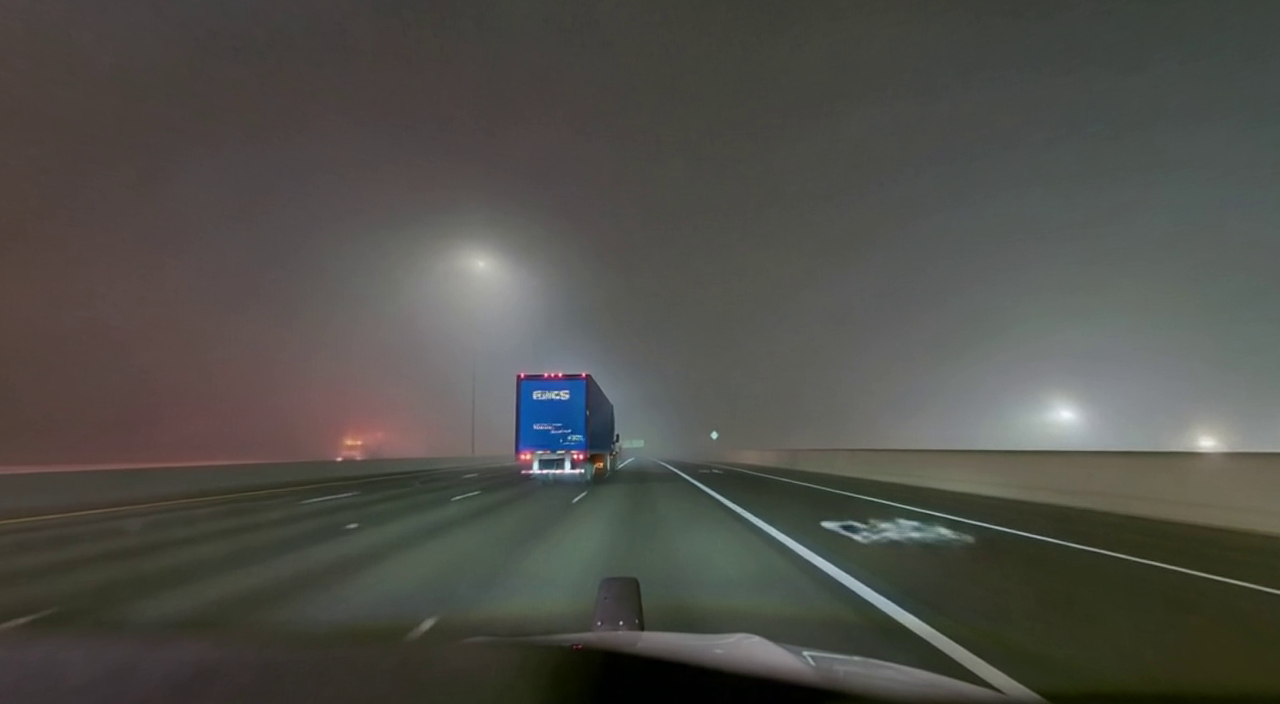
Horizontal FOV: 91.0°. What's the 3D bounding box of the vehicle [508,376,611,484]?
[{"bbox_3d":[-3.199,3.685,28.681,3.059,3.956,11.036,0,-9,1],"label":"vehicle"}]
